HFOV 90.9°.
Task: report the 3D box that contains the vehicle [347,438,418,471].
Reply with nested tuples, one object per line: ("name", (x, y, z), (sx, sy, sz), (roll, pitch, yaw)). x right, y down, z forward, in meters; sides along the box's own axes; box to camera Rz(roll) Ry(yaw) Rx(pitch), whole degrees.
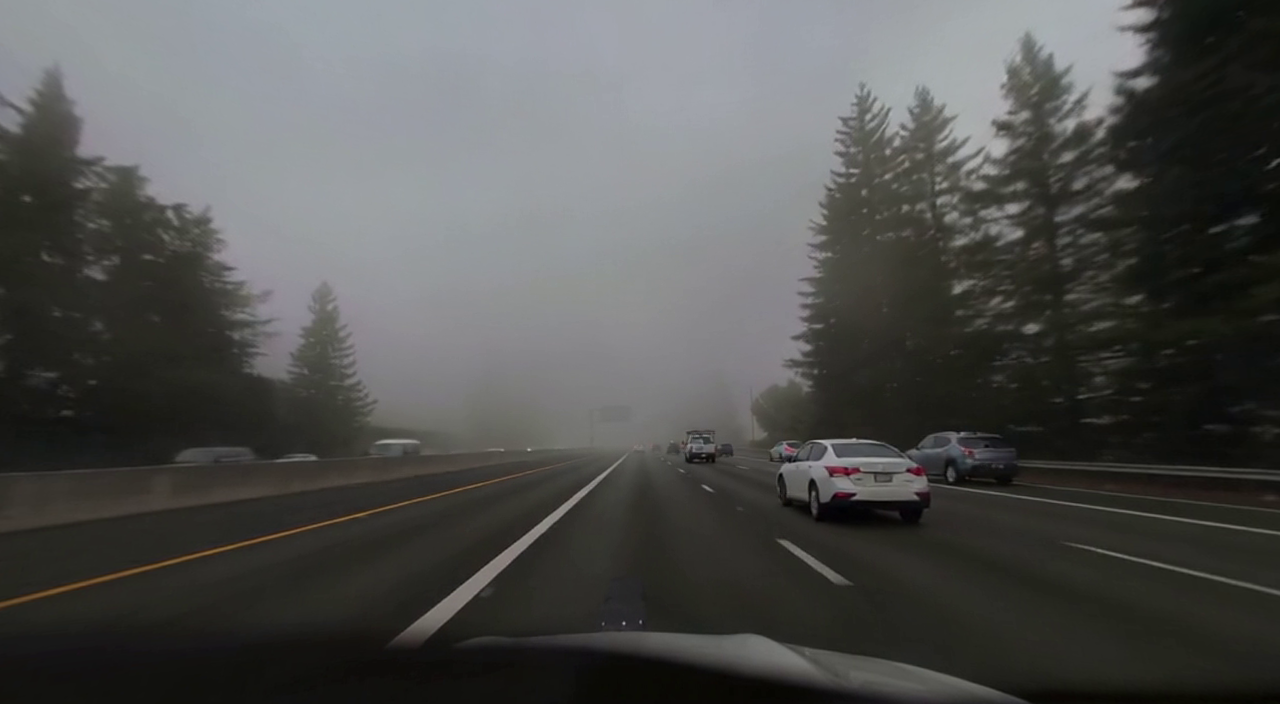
("vehicle", (-13.707, 5.475, 33.908), (1.909, 1.599, 4.476), (0, -8, 0))

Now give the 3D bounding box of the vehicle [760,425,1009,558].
("vehicle", (3.325, 1.986, 9.817), (1.978, 1.535, 4.705), (0, -8, 0))

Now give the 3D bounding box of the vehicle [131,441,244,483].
("vehicle", (-21.070, 5.125, 29.651), (1.960, 1.795, 4.431), (0, -8, 0))

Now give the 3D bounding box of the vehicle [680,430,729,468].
("vehicle", (3.637, 5.613, 36.600), (2.218, 1.964, 5.662), (0, -8, 0))
